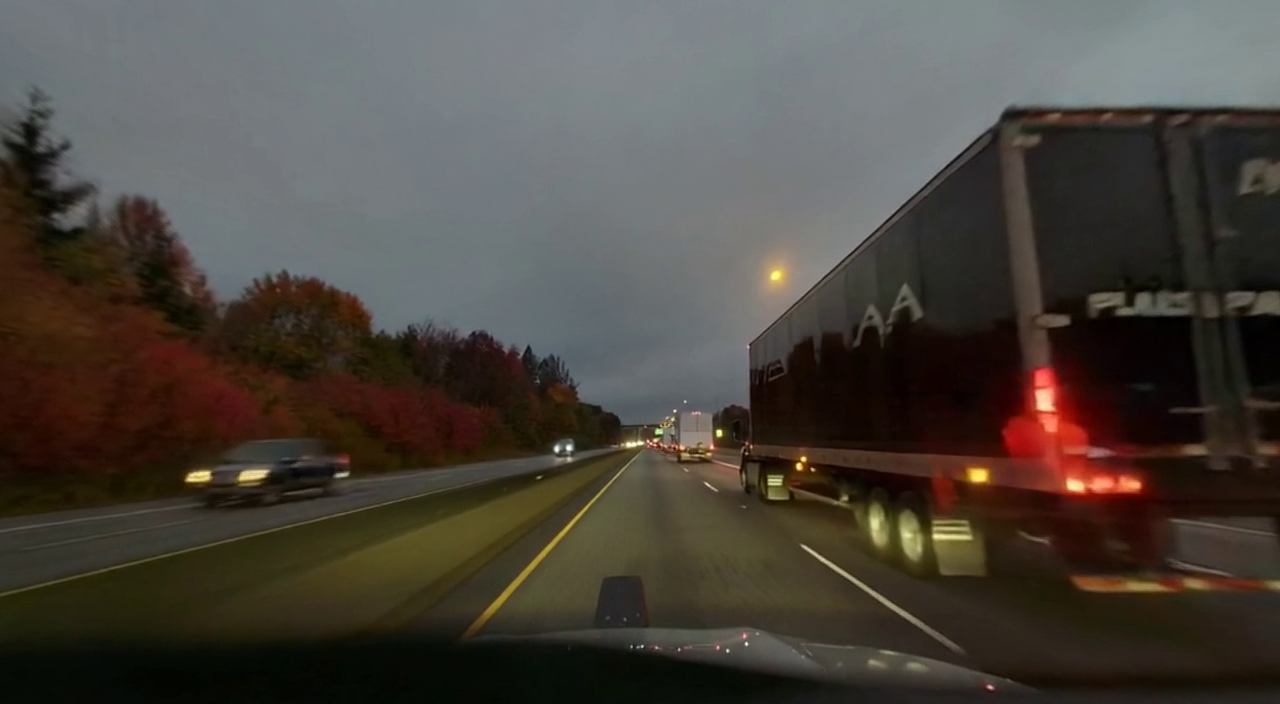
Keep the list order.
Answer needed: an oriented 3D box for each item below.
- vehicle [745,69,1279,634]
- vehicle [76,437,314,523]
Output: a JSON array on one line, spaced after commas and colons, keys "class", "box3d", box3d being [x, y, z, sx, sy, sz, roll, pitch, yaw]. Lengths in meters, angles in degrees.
[{"class": "vehicle", "box3d": [4.443, 0.854, 11.177, 2.864, 3.962, 13.768, 0, -8, 0]}, {"class": "vehicle", "box3d": [-10.081, 2.886, 14.871, 2.019, 1.697, 4.634, -1, -8, 3]}]
